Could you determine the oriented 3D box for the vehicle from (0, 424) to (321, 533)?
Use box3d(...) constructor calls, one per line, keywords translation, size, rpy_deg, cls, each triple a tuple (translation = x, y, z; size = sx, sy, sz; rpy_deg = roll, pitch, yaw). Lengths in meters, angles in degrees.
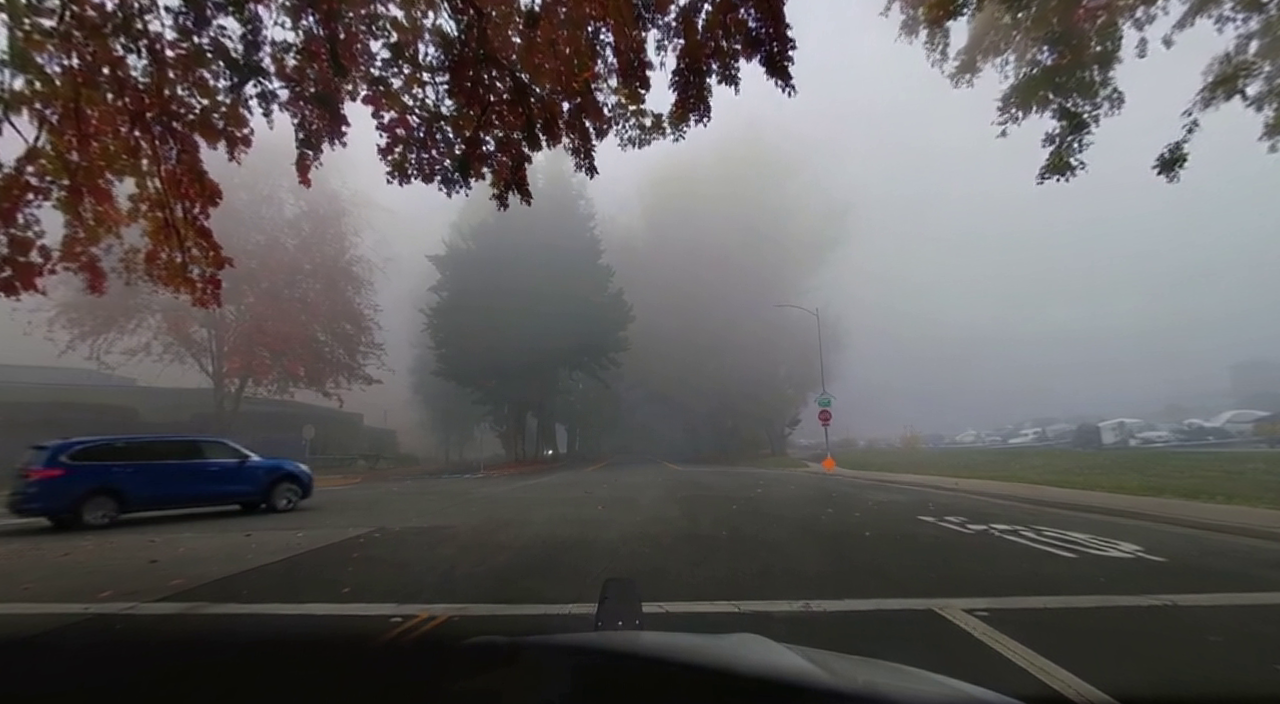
box3d(translation=(-10.689, 2.746, 14.317), size=(5.607, 2.012, 2.284), rpy_deg=(7, -11, -40), cls="vehicle")
